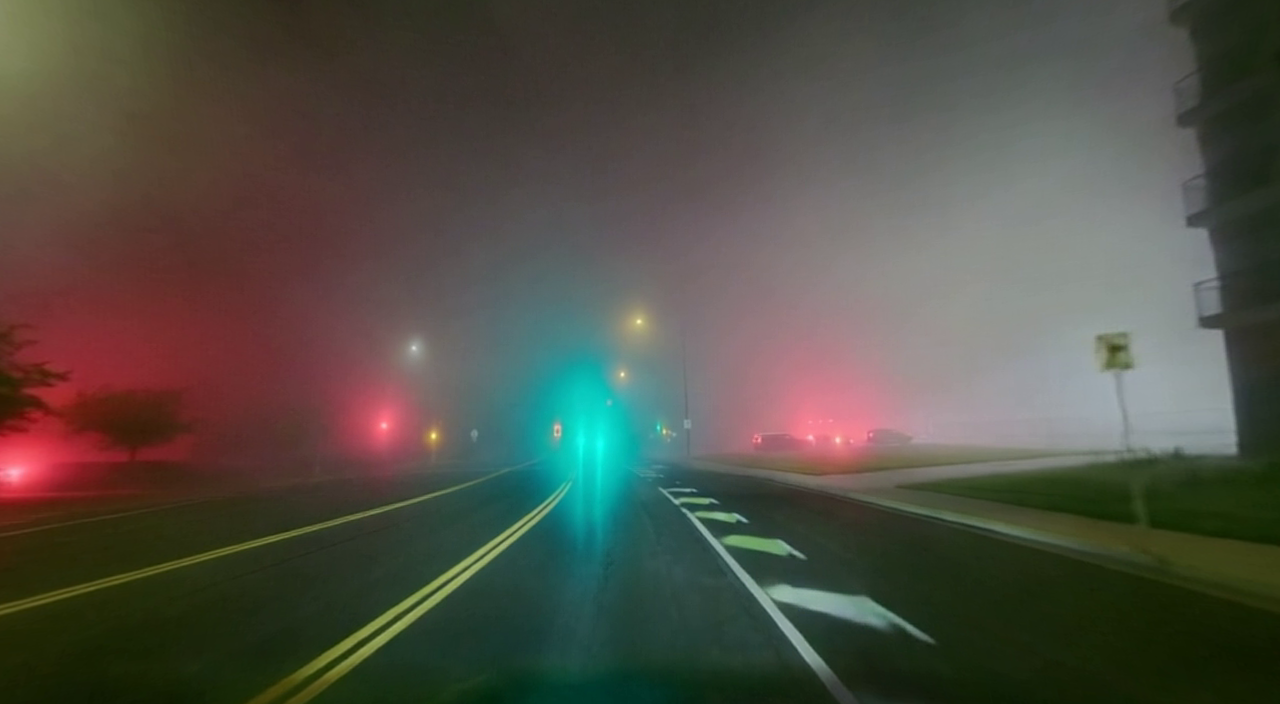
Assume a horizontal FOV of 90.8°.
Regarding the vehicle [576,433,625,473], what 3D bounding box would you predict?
[{"bbox_3d":[-1.916,4.922,31.080,2.230,1.827,4.298,0,-8,-3],"label":"vehicle"}]
